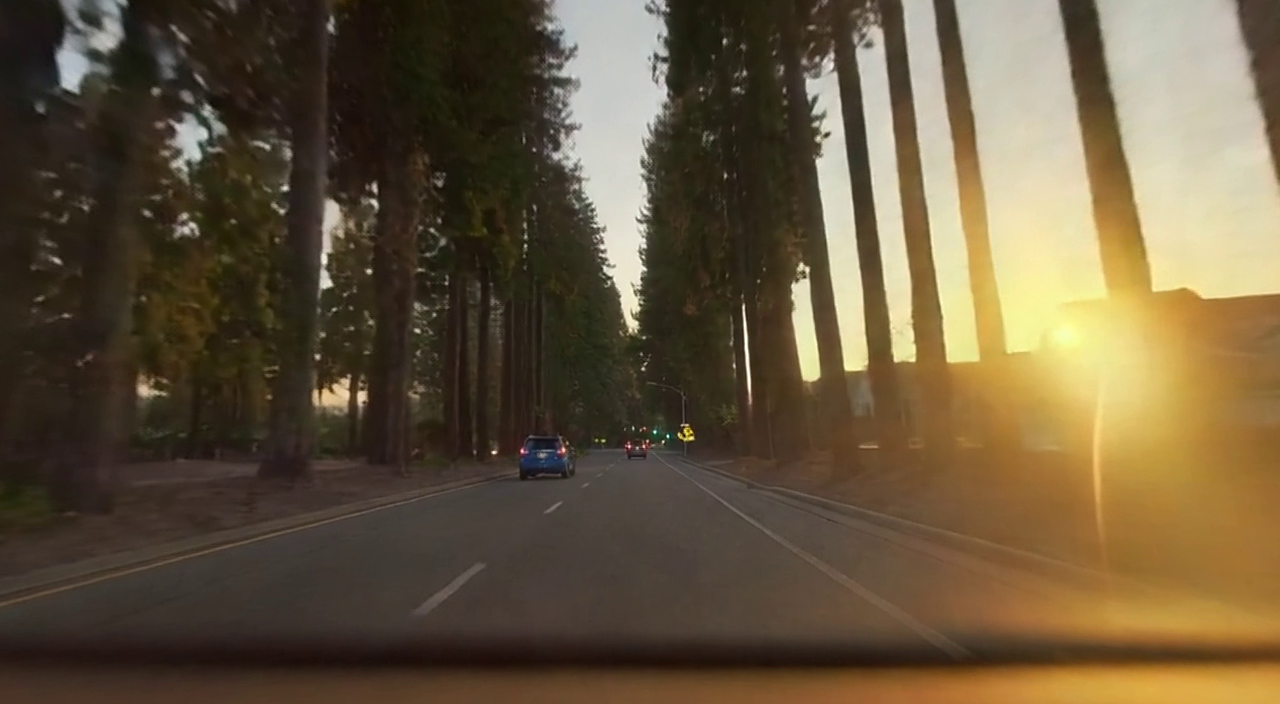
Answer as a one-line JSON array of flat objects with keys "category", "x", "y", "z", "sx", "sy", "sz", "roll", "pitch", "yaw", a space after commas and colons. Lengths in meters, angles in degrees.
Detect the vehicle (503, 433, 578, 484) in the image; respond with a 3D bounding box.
[{"category": "vehicle", "x": -3.582, "y": 3.943, "z": 23.692, "sx": 2.078, "sy": 1.748, "sz": 4.279, "roll": 0, "pitch": -8, "yaw": 0}]
